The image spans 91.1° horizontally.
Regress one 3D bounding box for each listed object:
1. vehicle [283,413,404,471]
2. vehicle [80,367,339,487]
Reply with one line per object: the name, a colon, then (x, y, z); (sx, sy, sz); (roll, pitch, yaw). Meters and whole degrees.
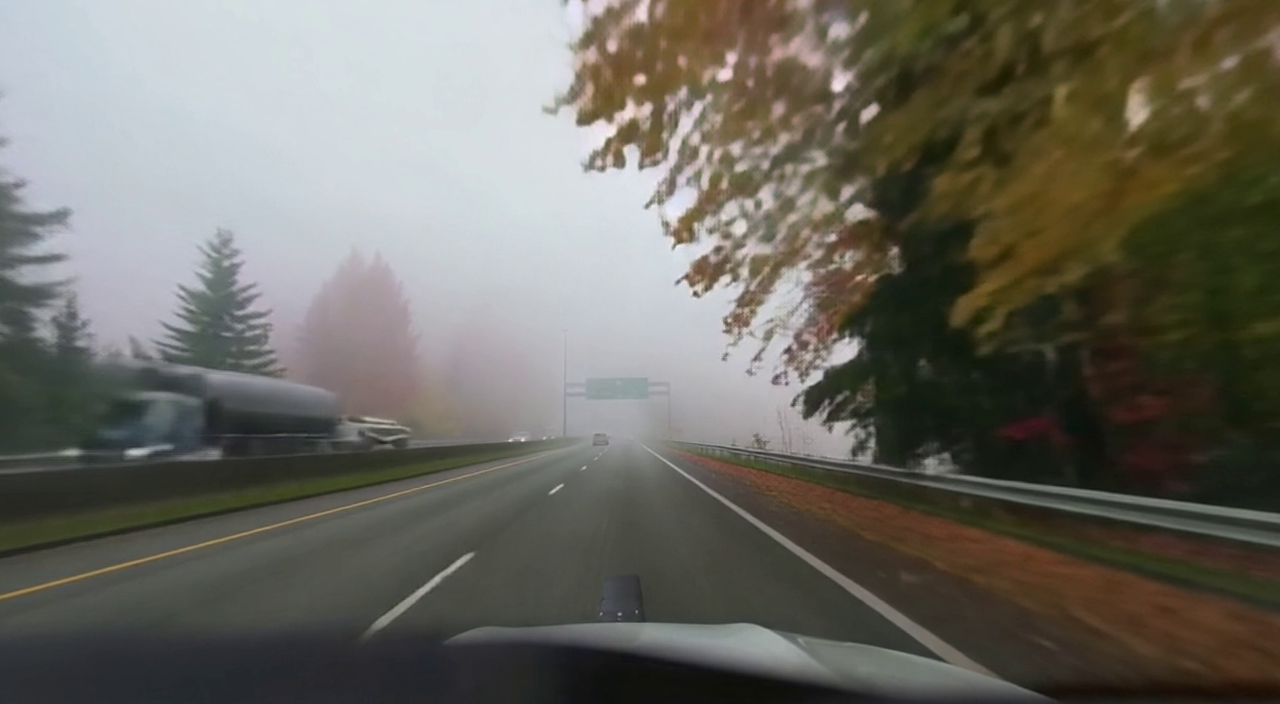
vehicle: (-15.970, 4.927, 34.686); (2.695, 2.761, 8.265); (0, -8, -1)
vehicle: (-15.770, 3.006, 24.607); (3.002, 3.700, 10.158); (0, -8, -1)
